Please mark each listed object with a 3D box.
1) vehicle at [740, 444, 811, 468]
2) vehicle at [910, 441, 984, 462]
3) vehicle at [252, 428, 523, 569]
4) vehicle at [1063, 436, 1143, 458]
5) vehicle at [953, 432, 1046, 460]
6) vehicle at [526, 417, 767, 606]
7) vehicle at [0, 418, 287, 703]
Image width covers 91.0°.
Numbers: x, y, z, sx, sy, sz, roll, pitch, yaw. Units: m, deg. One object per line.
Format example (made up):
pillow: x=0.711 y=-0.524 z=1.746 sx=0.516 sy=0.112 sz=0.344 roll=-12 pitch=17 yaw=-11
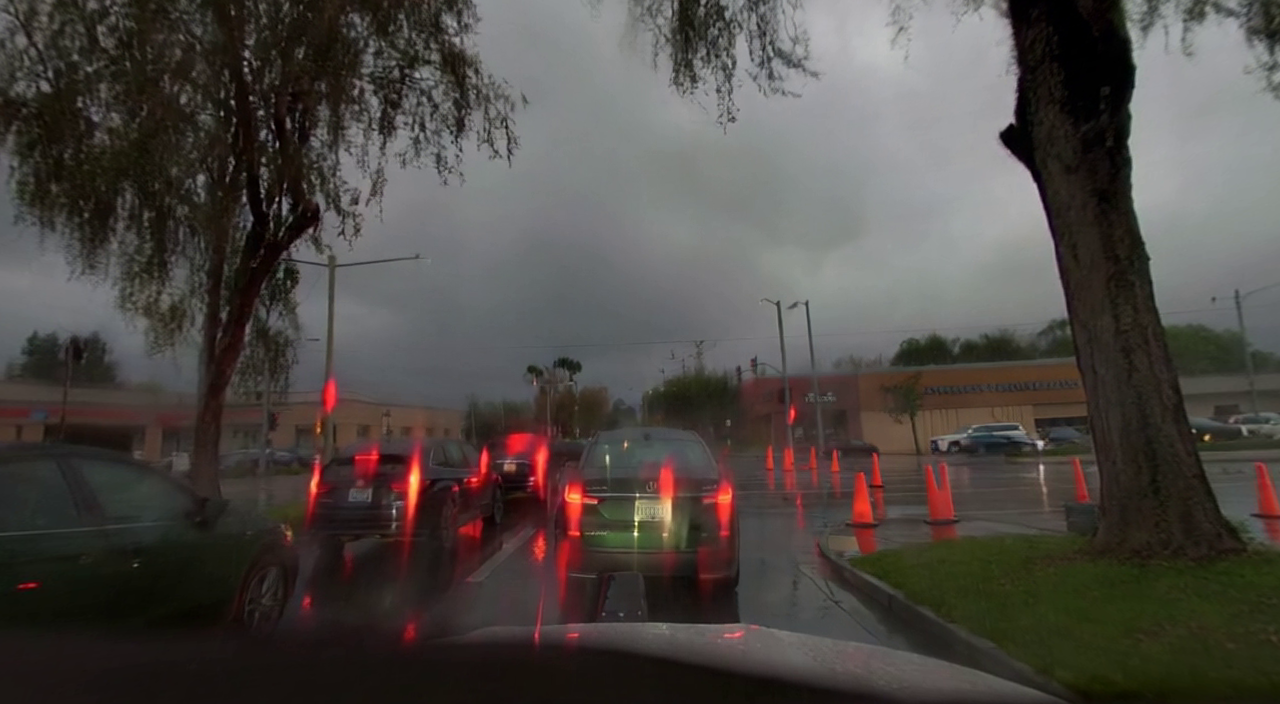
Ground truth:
vehicle: x=9.004 y=6.856 z=41.756 sx=4.463 sy=1.482 sz=1.808 roll=-2 pitch=-9 yaw=15
vehicle: x=23.014 y=7.456 z=47.263 sx=4.581 sy=1.480 sz=1.752 roll=0 pitch=-9 yaw=0
vehicle: x=-3.284 y=2.003 z=9.460 sx=1.989 sy=1.541 sz=4.626 roll=0 pitch=-9 yaw=2
vehicle: x=36.696 y=7.547 z=49.946 sx=4.791 sy=1.635 sz=1.857 roll=0 pitch=-9 yaw=1
vehicle: x=23.122 y=6.076 z=40.638 sx=4.805 sy=1.688 sz=1.923 roll=0 pitch=-9 yaw=2
vehicle: x=0.101 y=1.624 z=7.210 sx=2.021 sy=1.560 sz=3.676 roll=0 pitch=-9 yaw=1
vehicle: x=-3.605 y=0.954 z=2.154 sx=1.964 sy=1.497 sz=4.722 roll=0 pitch=-9 yaw=1
